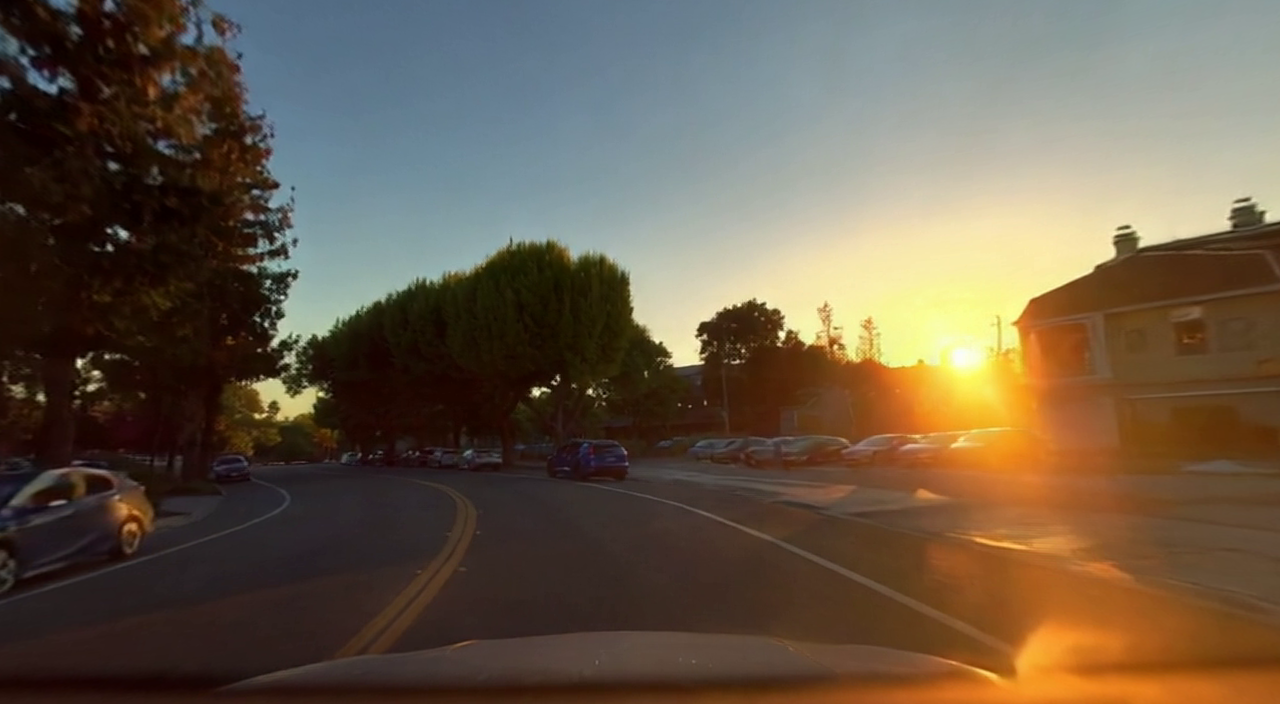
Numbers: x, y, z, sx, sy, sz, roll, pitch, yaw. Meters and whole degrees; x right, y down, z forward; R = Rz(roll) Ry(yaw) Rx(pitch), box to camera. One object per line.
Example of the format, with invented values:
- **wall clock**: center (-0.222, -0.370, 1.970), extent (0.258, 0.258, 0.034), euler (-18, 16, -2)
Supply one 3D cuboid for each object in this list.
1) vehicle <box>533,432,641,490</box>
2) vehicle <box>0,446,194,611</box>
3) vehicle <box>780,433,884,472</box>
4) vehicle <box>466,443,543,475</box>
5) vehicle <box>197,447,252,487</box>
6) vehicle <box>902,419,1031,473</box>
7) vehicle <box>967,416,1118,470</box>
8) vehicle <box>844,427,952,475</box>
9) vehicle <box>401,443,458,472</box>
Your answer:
- **vehicle**: center (-2.184, 4.056, 24.260), extent (2.042, 1.817, 5.202), euler (4, -7, -30)
- **vehicle**: center (-8.436, 2.244, 8.512), extent (2.206, 1.537, 4.946), euler (-2, -5, -13)
- **vehicle**: center (8.213, 4.256, 26.885), extent (4.225, 1.517, 2.036), euler (6, -11, -36)
- **vehicle**: center (-7.125, 5.513, 32.830), extent (2.053, 1.519, 4.611), euler (6, -11, -37)
- **vehicle**: center (-23.223, 6.331, 35.195), extent (2.154, 1.870, 5.118), euler (3, -8, -37)
- **vehicle**: center (11.804, 3.333, 22.822), extent (4.372, 1.723, 2.229), euler (4, -9, -34)
- **vehicle**: center (13.298, 3.003, 20.777), extent (5.110, 1.570, 2.206), euler (6, -10, -34)
- **vehicle**: center (10.293, 3.903, 25.102), extent (4.243, 1.470, 2.010), euler (1, -9, -38)
- **vehicle**: center (-14.022, 6.951, 41.867), extent (2.055, 1.731, 4.686), euler (6, -11, -37)
